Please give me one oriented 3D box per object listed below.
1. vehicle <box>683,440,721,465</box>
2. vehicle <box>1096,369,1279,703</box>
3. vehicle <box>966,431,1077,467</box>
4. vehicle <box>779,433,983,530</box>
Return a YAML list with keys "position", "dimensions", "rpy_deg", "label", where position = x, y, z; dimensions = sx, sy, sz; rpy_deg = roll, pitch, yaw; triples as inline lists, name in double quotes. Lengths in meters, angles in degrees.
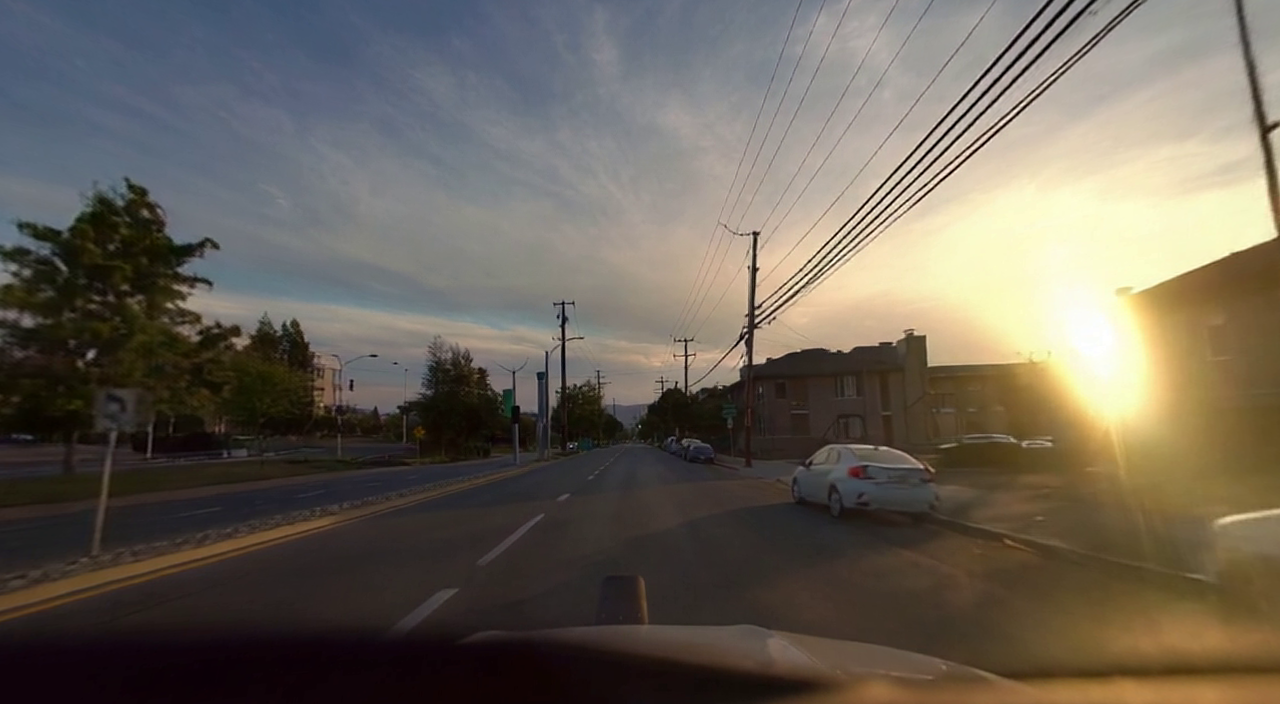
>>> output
- position: [3.843, 6.291, 39.681]
  dimensions: [1.785, 1.441, 4.458]
  rpy_deg: [0, -8, -2]
  label: "vehicle"
- position: [4.087, 0.746, 2.001]
  dimensions: [1.898, 1.625, 4.414]
  rpy_deg: [0, -8, -1]
  label: "vehicle"
- position: [17.469, 4.471, 29.269]
  dimensions: [1.854, 1.515, 4.648]
  rpy_deg: [1, -8, -7]
  label: "vehicle"
- position: [4.087, 2.271, 11.725]
  dimensions: [1.994, 1.422, 4.595]
  rpy_deg: [0, -8, 0]
  label: "vehicle"
